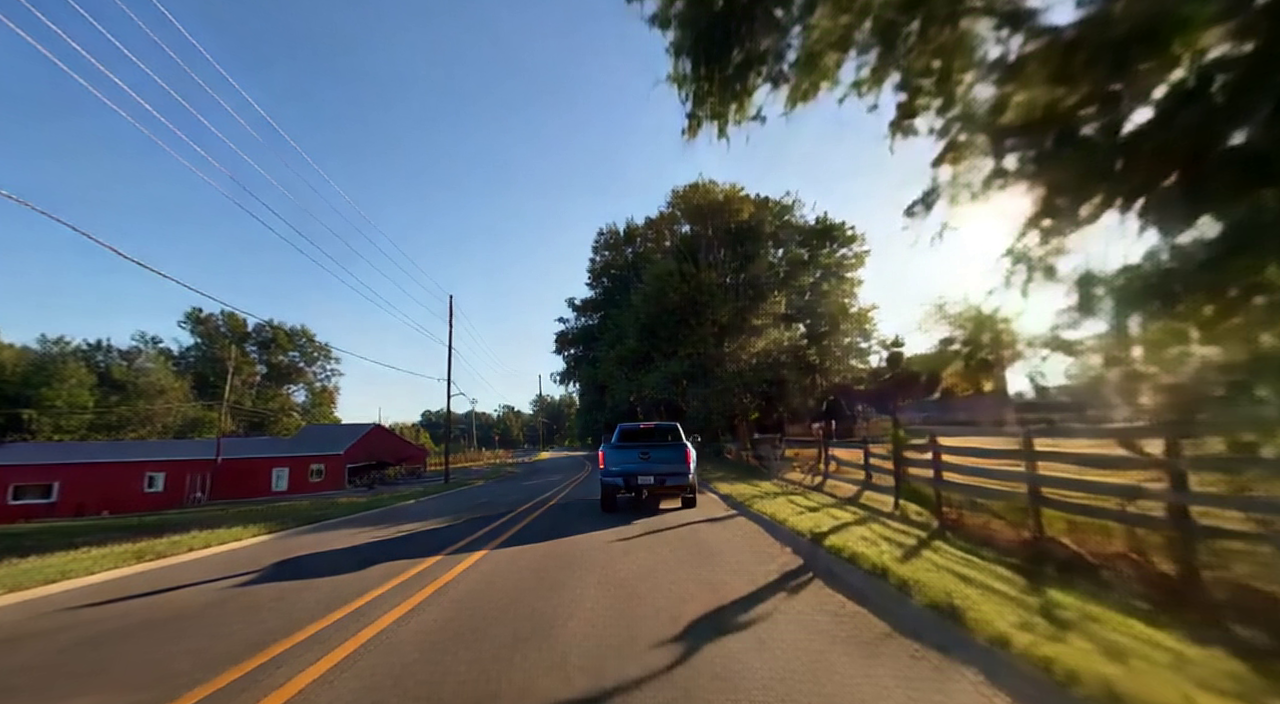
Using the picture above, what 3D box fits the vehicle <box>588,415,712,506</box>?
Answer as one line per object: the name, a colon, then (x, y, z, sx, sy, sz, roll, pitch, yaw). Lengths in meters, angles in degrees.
vehicle: (0.111, 2.811, 16.888, 2.693, 1.941, 6.356, 0, -8, -2)
